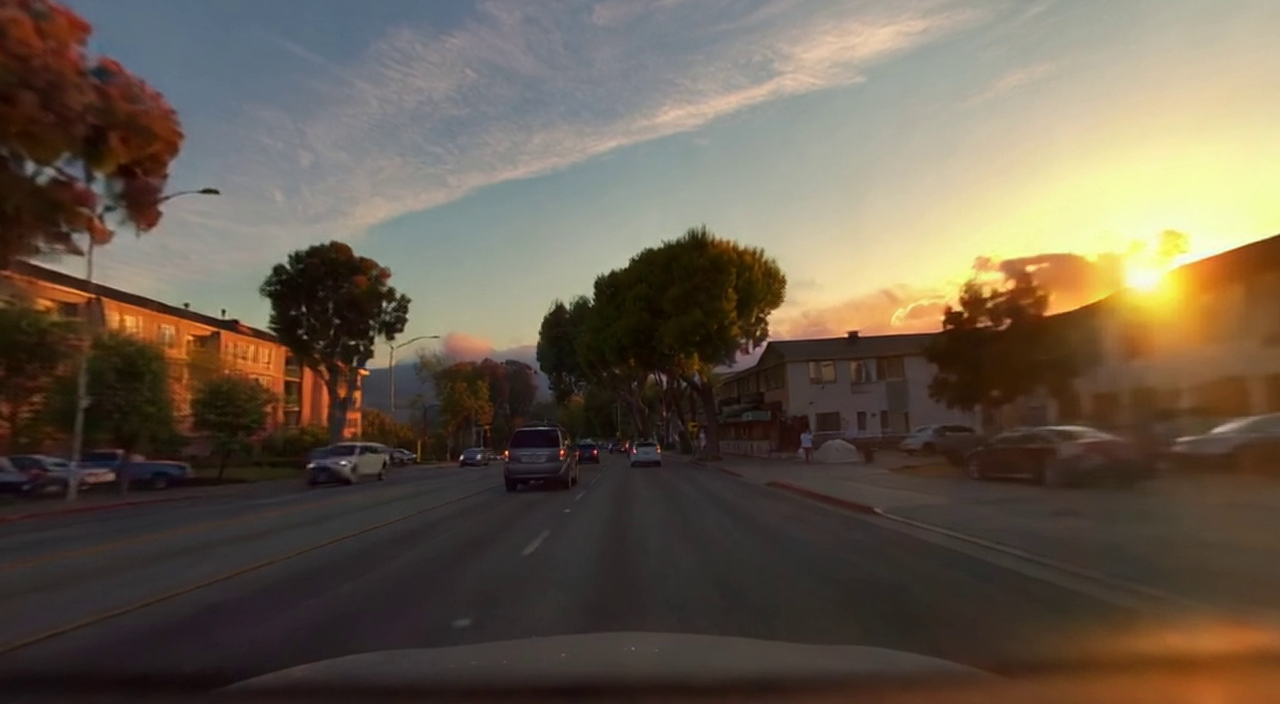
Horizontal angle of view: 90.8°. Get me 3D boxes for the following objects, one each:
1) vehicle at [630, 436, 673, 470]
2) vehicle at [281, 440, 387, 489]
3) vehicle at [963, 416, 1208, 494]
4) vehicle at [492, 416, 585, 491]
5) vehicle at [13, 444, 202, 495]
[{"bbox_3d":[0.537,5.308,33.258,2.126,1.657,4.132,0,-9,-1],"label":"vehicle"},{"bbox_3d":[-12.924,4.744,27.102,2.159,1.860,5.004,0,-9,-2],"label":"vehicle"},{"bbox_3d":[10.030,2.380,14.873,2.194,1.521,4.686,0,-9,-3],"label":"vehicle"},{"bbox_3d":[-3.114,3.273,20.649,2.213,2.123,5.124,0,-9,0],"label":"vehicle"},{"bbox_3d":[-24.005,5.291,28.739,6.055,2.148,2.690,0,-9,-1],"label":"vehicle"}]
